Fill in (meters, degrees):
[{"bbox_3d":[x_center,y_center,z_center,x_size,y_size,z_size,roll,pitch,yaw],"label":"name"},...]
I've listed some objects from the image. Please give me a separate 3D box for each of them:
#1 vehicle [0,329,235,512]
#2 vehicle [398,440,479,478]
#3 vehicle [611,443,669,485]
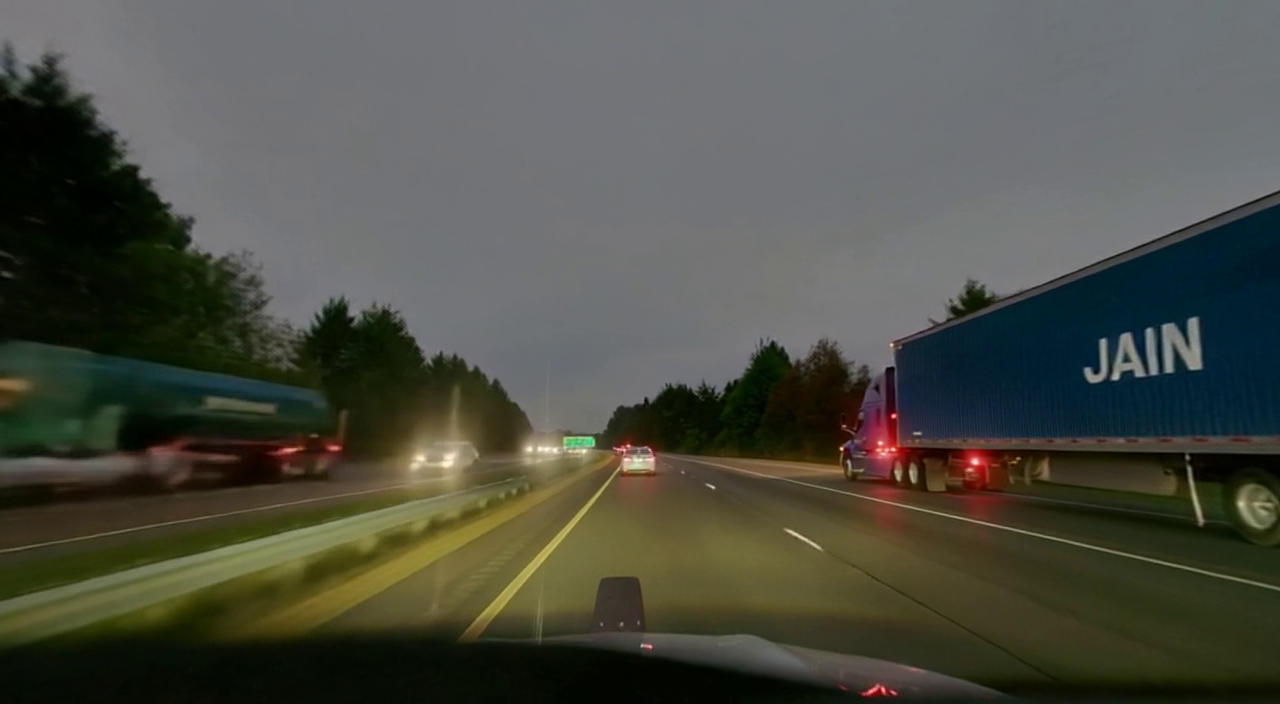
[{"bbox_3d":[-13.287,1.730,14.725,2.649,3.362,7.432,0,-9,0],"label":"vehicle"},{"bbox_3d":[-8.545,4.568,27.187,1.945,1.471,4.726,0,-9,0],"label":"vehicle"},{"bbox_3d":[-0.030,4.371,24.924,2.114,1.523,4.012,0,-9,-1],"label":"vehicle"}]
